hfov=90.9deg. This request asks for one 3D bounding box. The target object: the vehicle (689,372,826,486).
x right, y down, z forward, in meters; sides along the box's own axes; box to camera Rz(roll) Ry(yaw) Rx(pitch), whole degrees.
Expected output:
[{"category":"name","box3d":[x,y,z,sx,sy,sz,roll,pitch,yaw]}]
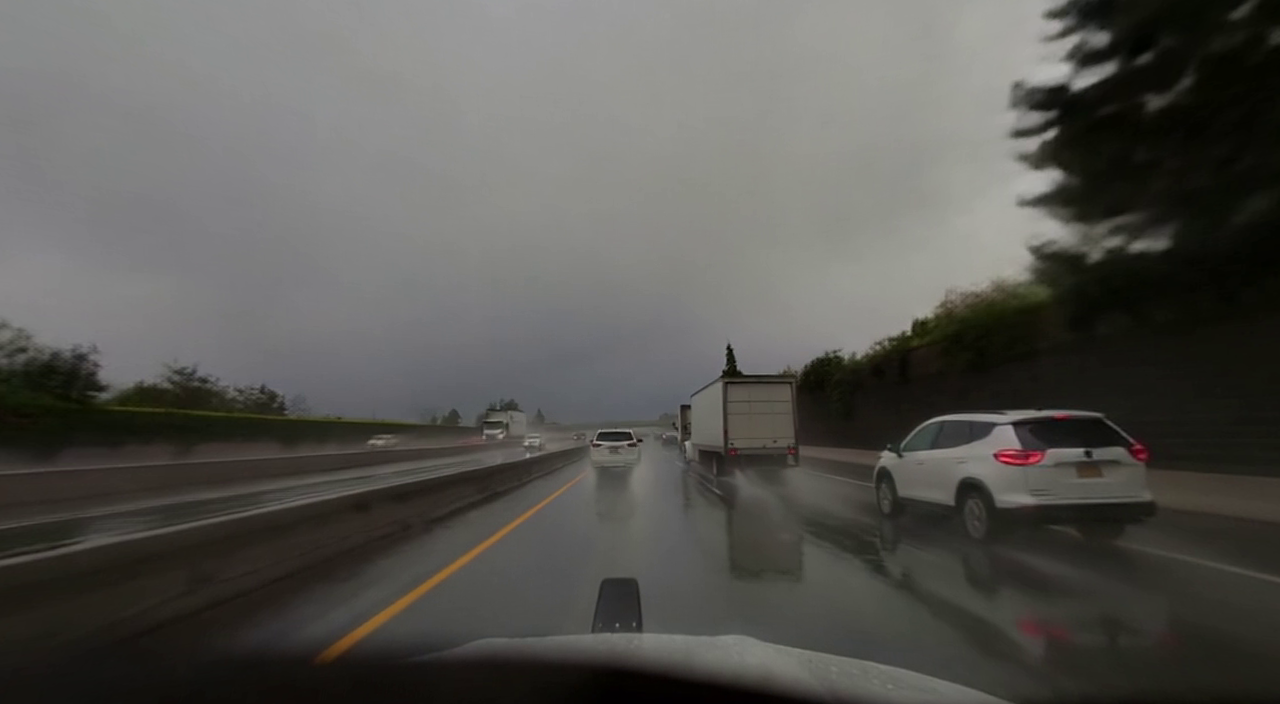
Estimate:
[{"category":"vehicle","box3d":[3.448,2.597,21.064,2.723,3.027,8.478,0,-8,-1]}]

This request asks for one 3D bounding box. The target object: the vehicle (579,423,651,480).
[{"category":"vehicle","box3d":[-0.742,3.185,20.567,2.082,1.638,4.055,0,-8,0]}]

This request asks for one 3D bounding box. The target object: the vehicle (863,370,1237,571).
[{"category":"vehicle","box3d":[4.626,1.381,8.037,2.011,1.905,3.905,0,-8,-2]}]
